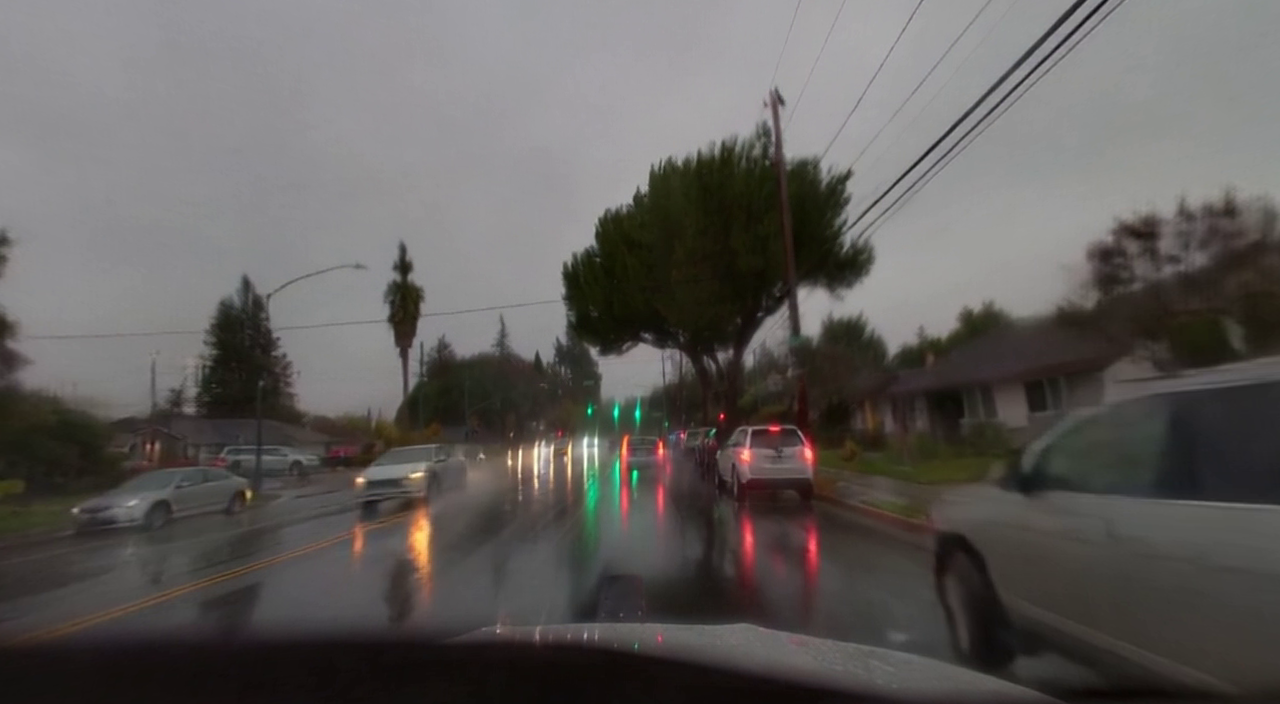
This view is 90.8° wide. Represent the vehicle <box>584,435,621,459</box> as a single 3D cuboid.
[{"bbox_3d":[-2.483,6.402,42.842,2.117,1.528,4.277,0,-8,1],"label":"vehicle"}]

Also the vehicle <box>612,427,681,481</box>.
[{"bbox_3d":[0.165,3.310,20.726,2.041,1.575,4.304,0,-8,-1],"label":"vehicle"}]

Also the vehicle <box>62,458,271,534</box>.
[{"bbox_3d":[-12.103,3.654,16.638,2.070,1.610,4.356,0,-8,0],"label":"vehicle"}]

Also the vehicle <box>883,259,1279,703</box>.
[{"bbox_3d":[2.885,0.686,2.027,2.289,1.782,4.661,0,-8,-1],"label":"vehicle"}]

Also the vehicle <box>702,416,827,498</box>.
[{"bbox_3d":[2.913,2.597,15.953,2.060,1.733,4.639,0,-8,-2],"label":"vehicle"}]

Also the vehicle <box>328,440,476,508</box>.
[{"bbox_3d":[-5.984,3.100,16.633,1.981,1.498,4.701,0,-8,1],"label":"vehicle"}]
